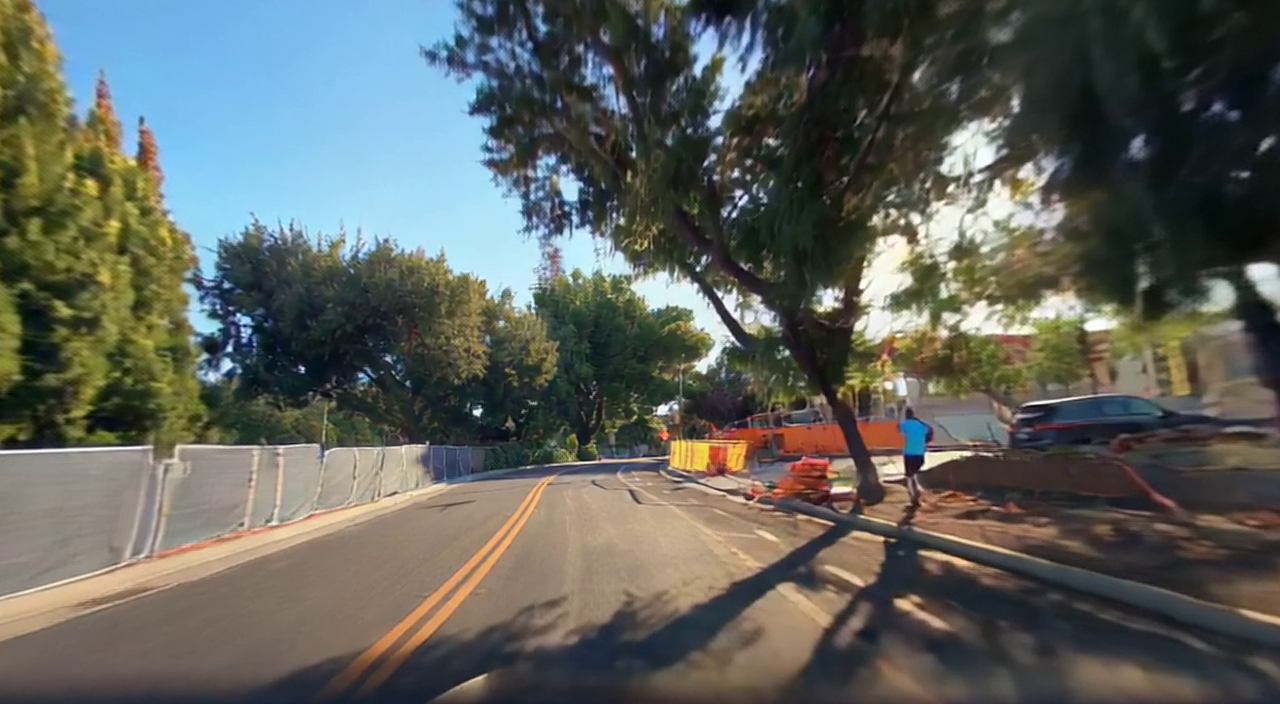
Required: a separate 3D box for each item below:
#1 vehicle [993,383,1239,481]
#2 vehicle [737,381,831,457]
[{"bbox_3d":[11.838,2.000,15.815,5.021,1.930,2.119,-2,-10,-17],"label":"vehicle"},{"bbox_3d":[7.842,4.014,36.116,2.984,3.691,10.409,-1,-8,0],"label":"vehicle"}]
